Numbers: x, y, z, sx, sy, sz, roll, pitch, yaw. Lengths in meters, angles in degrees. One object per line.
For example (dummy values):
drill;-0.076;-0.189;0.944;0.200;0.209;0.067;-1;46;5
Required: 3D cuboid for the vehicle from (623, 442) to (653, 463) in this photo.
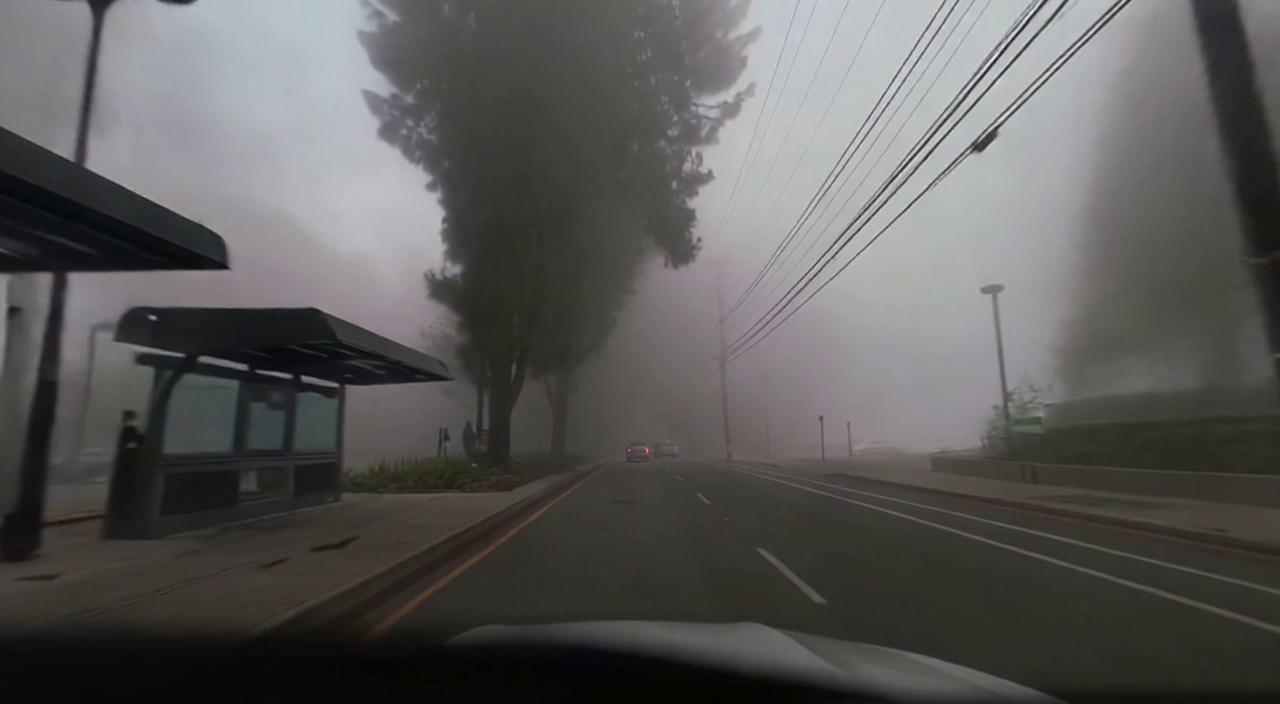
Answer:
vehicle;-0.192;7.519;47.459;2.109;1.501;4.042;0;-8;-1
